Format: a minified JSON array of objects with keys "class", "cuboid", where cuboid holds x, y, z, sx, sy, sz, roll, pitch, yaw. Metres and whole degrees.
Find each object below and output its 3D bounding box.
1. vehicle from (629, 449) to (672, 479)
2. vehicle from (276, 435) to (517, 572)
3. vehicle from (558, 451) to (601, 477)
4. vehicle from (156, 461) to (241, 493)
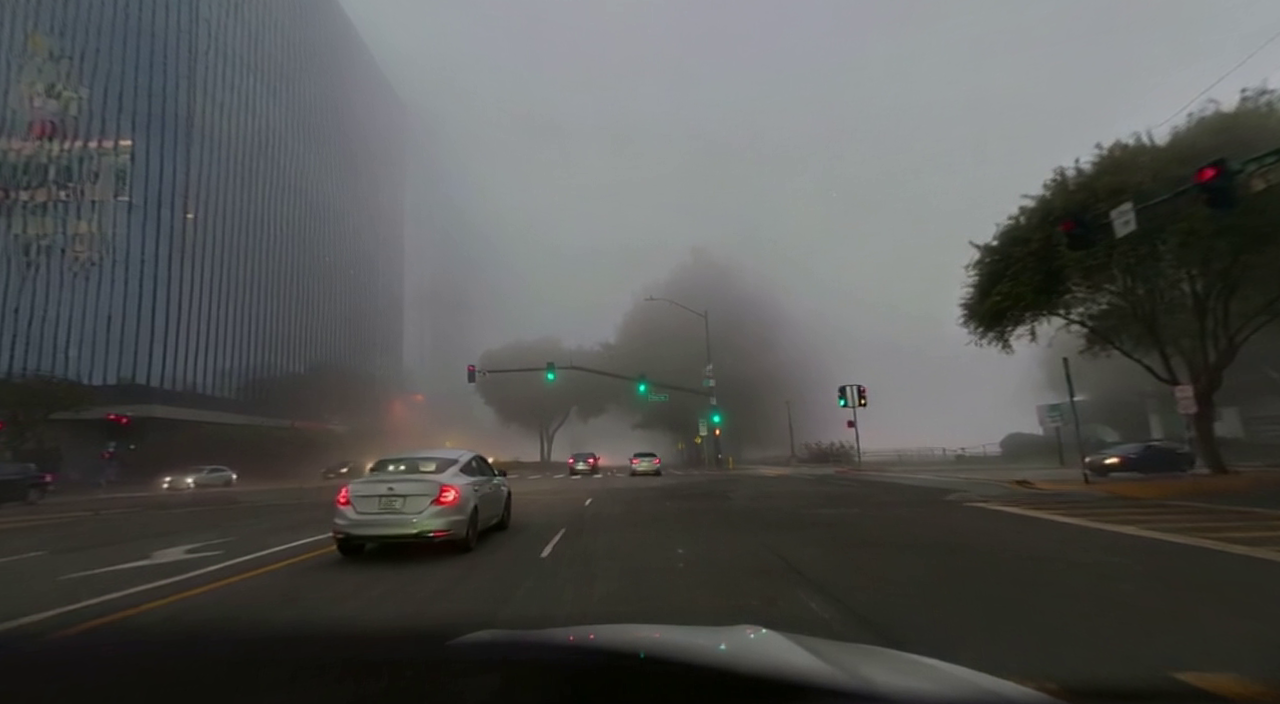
[{"class":"vehicle","cuboid":[0.483,5.794,32.966,2.102,1.482,4.125,0,-9,0]},{"class":"vehicle","cuboid":[-3.169,2.033,9.206,1.983,1.545,3.773,0,-9,0]},{"class":"vehicle","cuboid":[-3.515,6.569,37.390,2.088,1.430,4.482,0,-9,0]},{"class":"vehicle","cuboid":[-26.773,7.558,38.525,1.902,1.670,4.607,0,-9,0]}]
